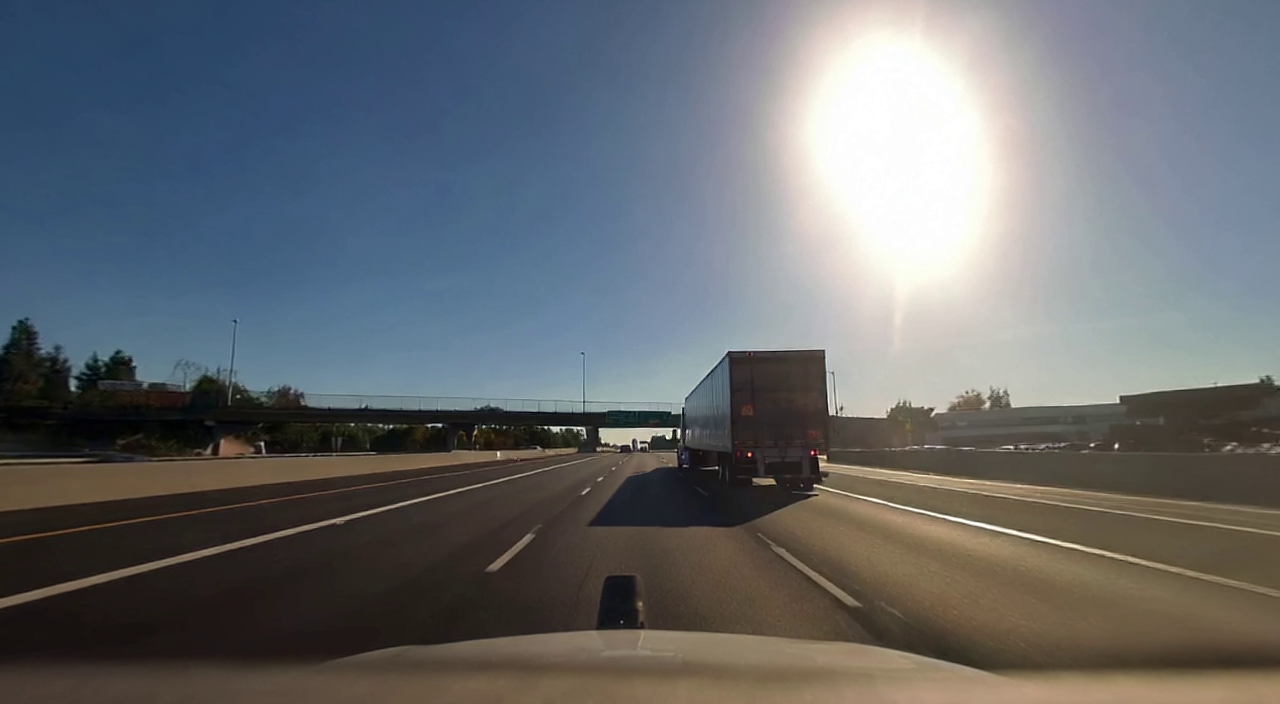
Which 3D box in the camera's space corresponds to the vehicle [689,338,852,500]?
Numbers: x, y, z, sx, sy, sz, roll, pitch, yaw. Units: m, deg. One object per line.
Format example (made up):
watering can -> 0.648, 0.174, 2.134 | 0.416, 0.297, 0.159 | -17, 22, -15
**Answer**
vehicle -> 3.943, 2.872, 24.129 | 2.949, 4.149, 16.046 | 0, -9, 1
